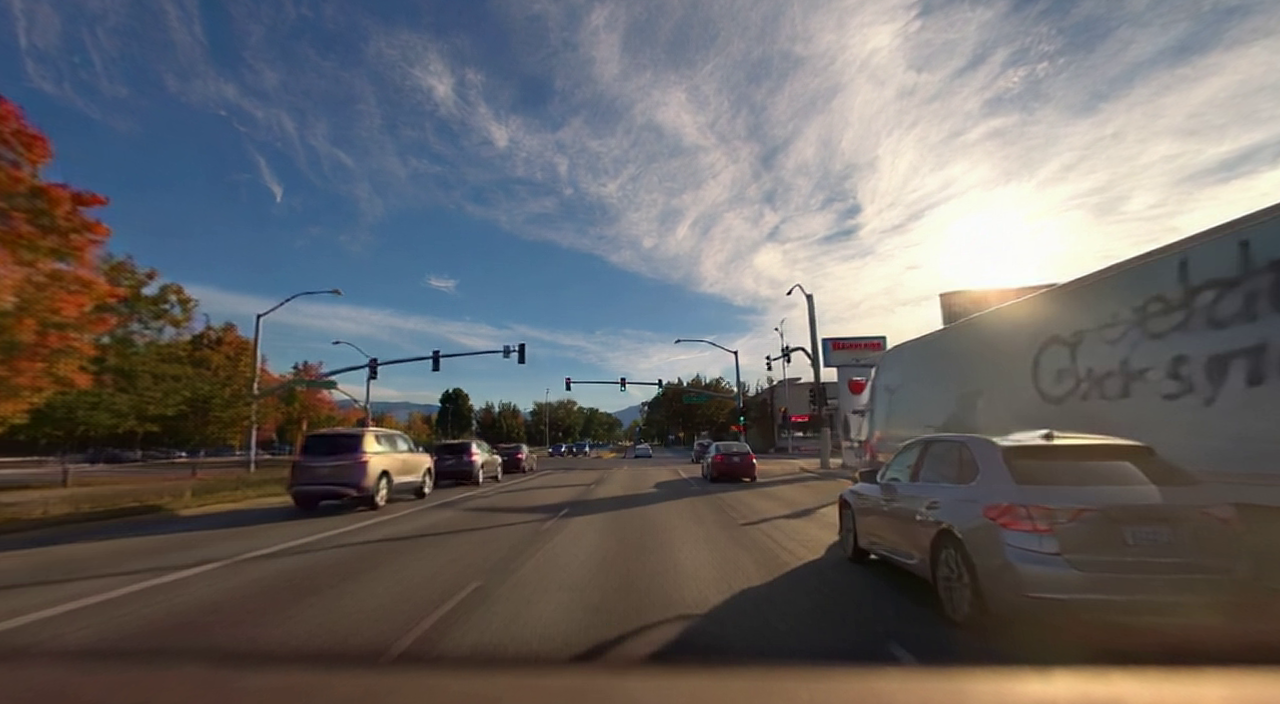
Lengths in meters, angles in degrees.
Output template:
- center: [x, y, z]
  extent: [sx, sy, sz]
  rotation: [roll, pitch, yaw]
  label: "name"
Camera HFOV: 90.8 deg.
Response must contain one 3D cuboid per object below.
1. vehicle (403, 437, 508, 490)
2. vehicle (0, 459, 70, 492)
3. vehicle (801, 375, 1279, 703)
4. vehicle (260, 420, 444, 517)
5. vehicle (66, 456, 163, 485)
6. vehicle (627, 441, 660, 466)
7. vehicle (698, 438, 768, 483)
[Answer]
- center: [-6.192, 3.802, 21.910]
  extent: [2.176, 1.591, 4.778]
  rotation: [0, -8, 0]
  label: "vehicle"
- center: [-31.092, 6.034, 30.877]
  extent: [4.311, 1.476, 2.004]
  rotation: [4, -9, -26]
  label: "vehicle"
- center: [3.128, 1.256, 5.410]
  extent: [2.174, 1.596, 4.779]
  rotation: [0, -8, -1]
  label: "vehicle"
- center: [-6.287, 2.595, 14.584]
  extent: [2.136, 1.837, 4.669]
  rotation: [0, -8, -2]
  label: "vehicle"
- center: [-30.848, 6.919, 37.217]
  extent: [3.950, 1.536, 1.932]
  rotation: [4, -9, -27]
  label: "vehicle"
- center: [0.201, 6.432, 40.153]
  extent: [2.008, 1.464, 4.052]
  rotation: [0, -8, 0]
  label: "vehicle"
- center: [3.283, 3.940, 23.174]
  extent: [1.842, 1.480, 4.155]
  rotation: [0, -8, -1]
  label: "vehicle"
